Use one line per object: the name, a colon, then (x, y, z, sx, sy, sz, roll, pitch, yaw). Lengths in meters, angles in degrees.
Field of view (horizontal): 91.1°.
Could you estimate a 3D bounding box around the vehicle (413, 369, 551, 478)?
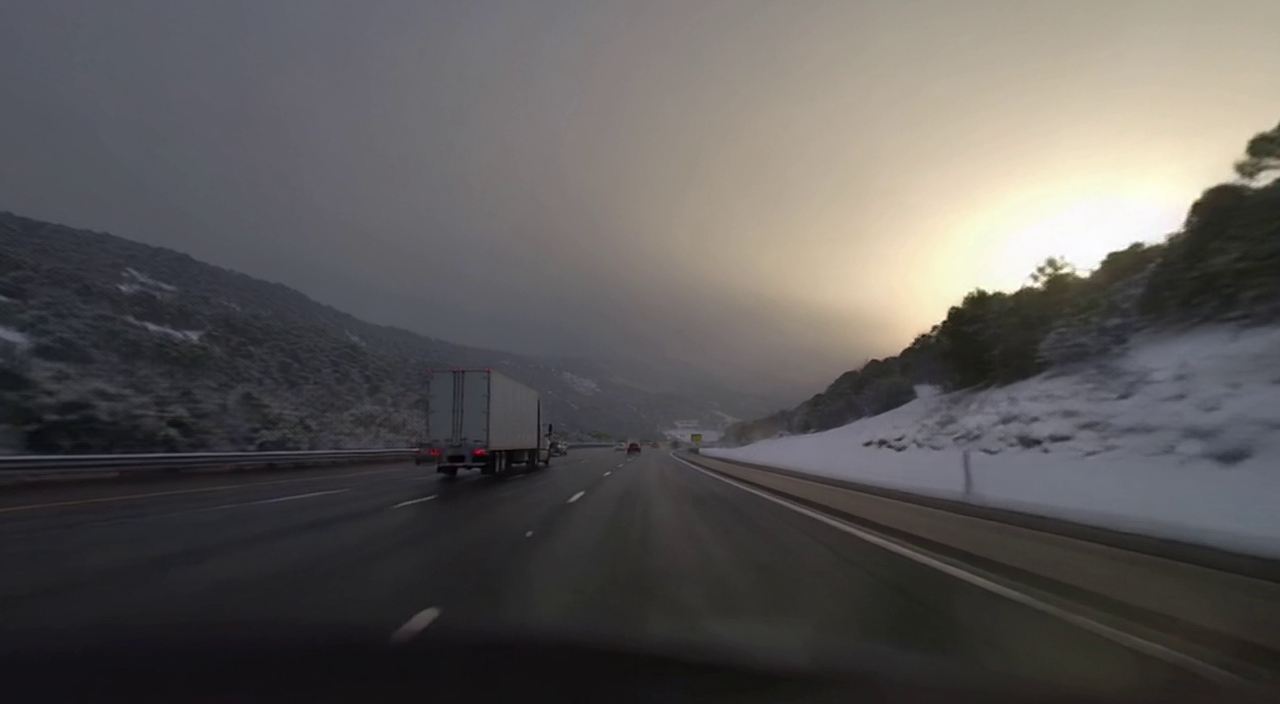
vehicle: (-6.353, 3.326, 27.716, 2.981, 3.860, 11.022, 0, -9, 1)
